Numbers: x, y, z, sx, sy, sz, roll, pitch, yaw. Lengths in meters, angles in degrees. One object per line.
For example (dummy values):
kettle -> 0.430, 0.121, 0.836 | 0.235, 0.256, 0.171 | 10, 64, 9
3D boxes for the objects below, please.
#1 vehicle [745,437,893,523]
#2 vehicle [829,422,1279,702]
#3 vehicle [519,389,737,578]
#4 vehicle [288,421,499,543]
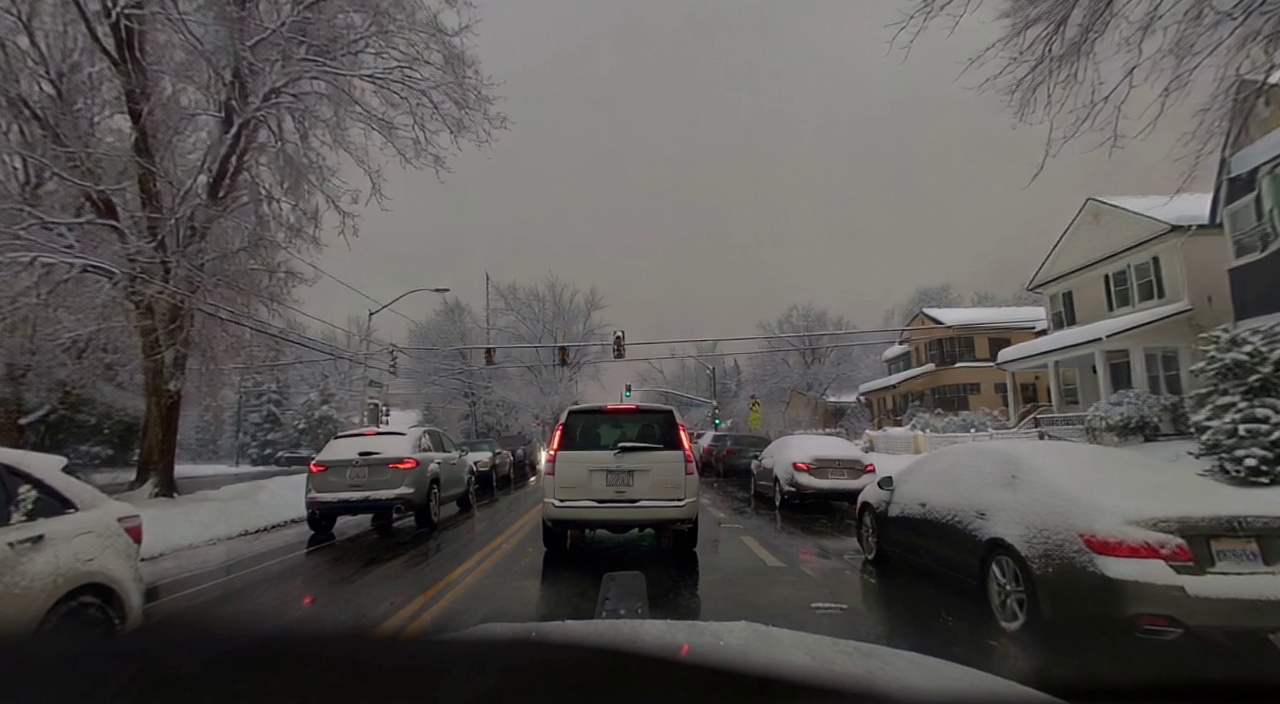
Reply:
vehicle -> 3.466, 2.527, 13.067 | 1.880, 1.476, 3.932 | 0, -8, 0
vehicle -> 3.469, 1.467, 5.768 | 1.977, 1.480, 4.589 | 0, -8, -1
vehicle -> -0.212, 1.614, 8.511 | 2.164, 1.867, 4.254 | 0, -8, -3
vehicle -> -3.726, 2.024, 10.514 | 1.864, 1.576, 4.324 | 0, -8, -2
